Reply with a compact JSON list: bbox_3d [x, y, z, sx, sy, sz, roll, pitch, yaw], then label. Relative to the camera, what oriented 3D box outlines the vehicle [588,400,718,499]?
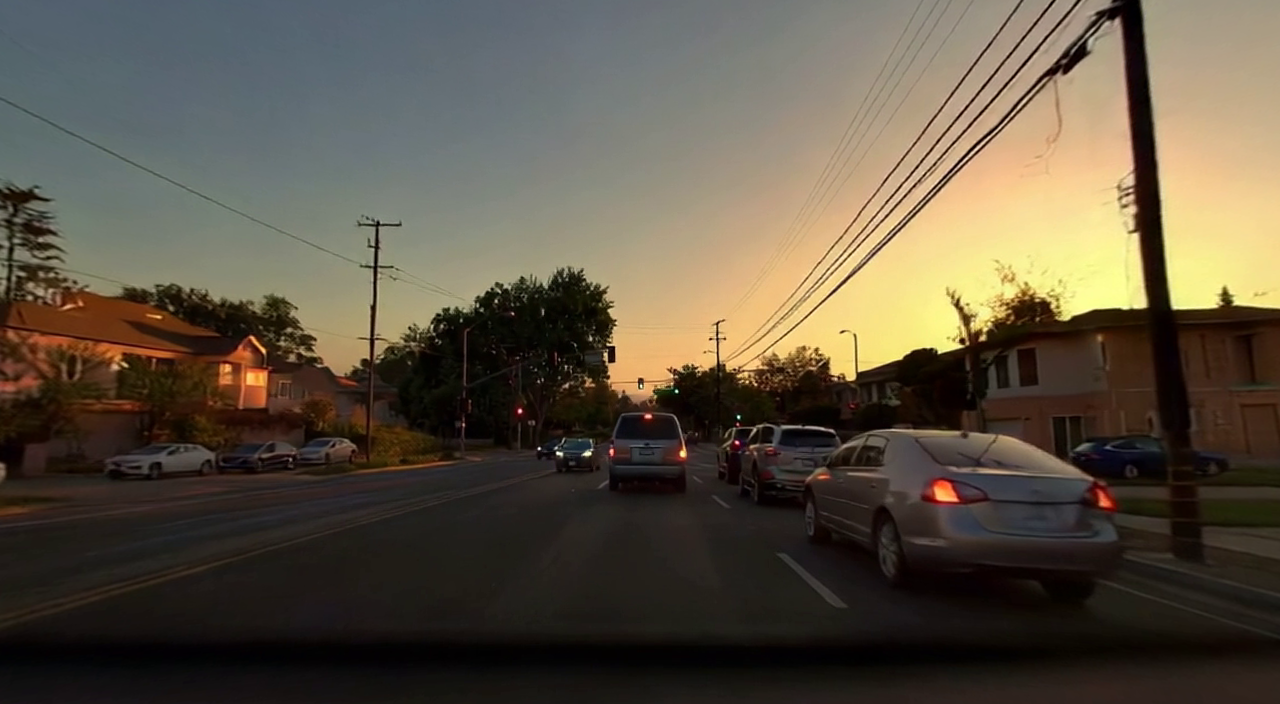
[{"bbox_3d":[0.291,2.456,16.076,2.769,2.087,5.130,0,-8,0],"label":"vehicle"}]

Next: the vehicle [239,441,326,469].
[{"bbox_3d":[-19.519,5.627,34.691,1.830,1.436,4.771,0,-8,2],"label":"vehicle"}]

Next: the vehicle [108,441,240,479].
[{"bbox_3d":[-19.624,4.552,26.844,1.891,1.460,4.681,0,-8,3],"label":"vehicle"}]

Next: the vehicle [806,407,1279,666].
[{"bbox_3d":[3.083,1.410,5.911,2.002,1.511,4.124,1,-8,1],"label":"vehicle"}]

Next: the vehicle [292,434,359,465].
[{"bbox_3d":[-19.744,6.111,39.772,1.996,1.809,4.699,0,-8,-3],"label":"vehicle"}]
